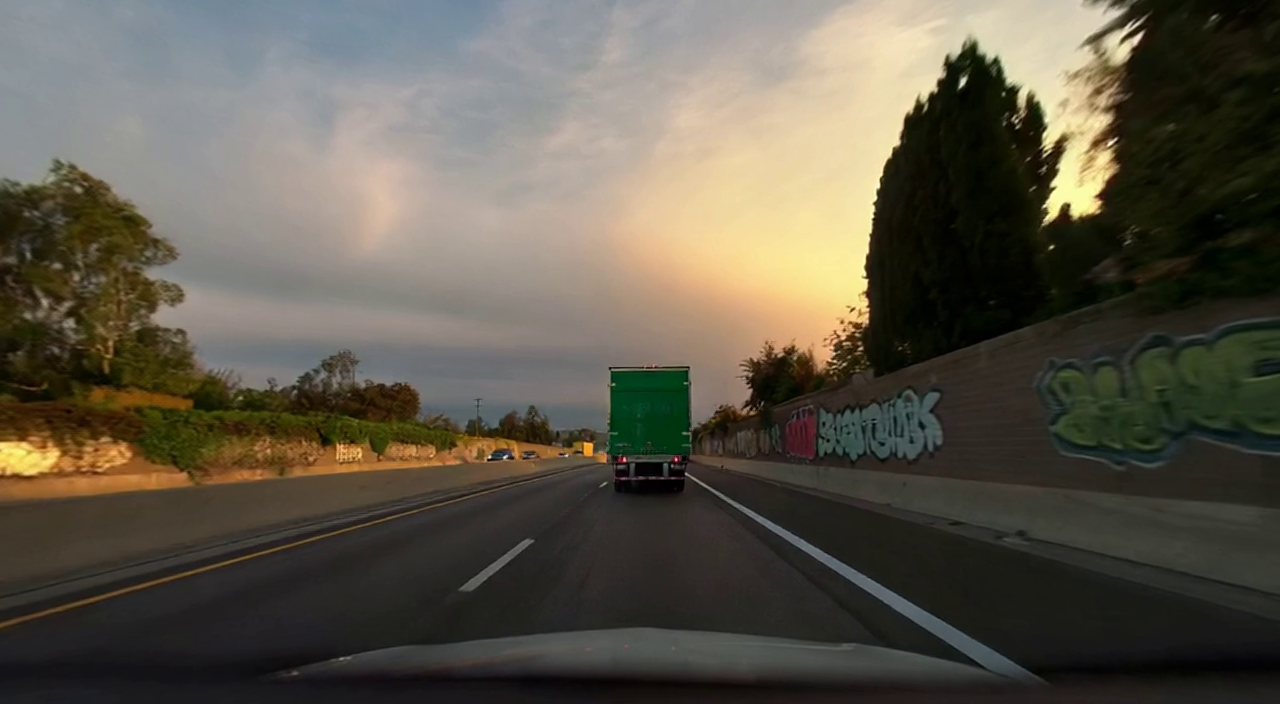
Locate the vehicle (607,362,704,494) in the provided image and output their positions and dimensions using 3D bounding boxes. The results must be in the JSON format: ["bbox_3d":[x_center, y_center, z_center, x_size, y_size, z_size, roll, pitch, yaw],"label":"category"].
[{"bbox_3d":[0.320,3.055,24.125,2.900,3.955,10.151,0,-9,-1],"label":"vehicle"}]
